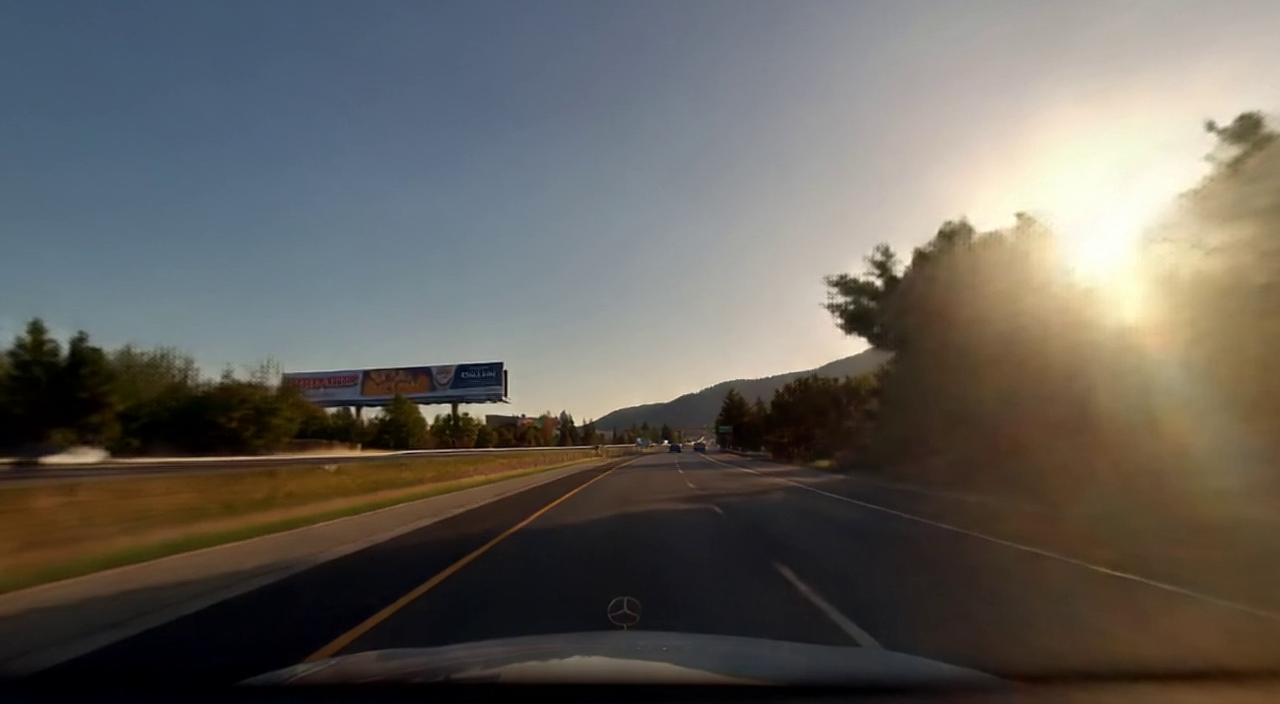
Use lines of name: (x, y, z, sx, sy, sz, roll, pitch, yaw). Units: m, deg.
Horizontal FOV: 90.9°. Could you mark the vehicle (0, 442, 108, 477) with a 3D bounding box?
vehicle: (-27.945, 5.008, 29.676, 1.845, 1.504, 4.445, 0, -8, 2)
